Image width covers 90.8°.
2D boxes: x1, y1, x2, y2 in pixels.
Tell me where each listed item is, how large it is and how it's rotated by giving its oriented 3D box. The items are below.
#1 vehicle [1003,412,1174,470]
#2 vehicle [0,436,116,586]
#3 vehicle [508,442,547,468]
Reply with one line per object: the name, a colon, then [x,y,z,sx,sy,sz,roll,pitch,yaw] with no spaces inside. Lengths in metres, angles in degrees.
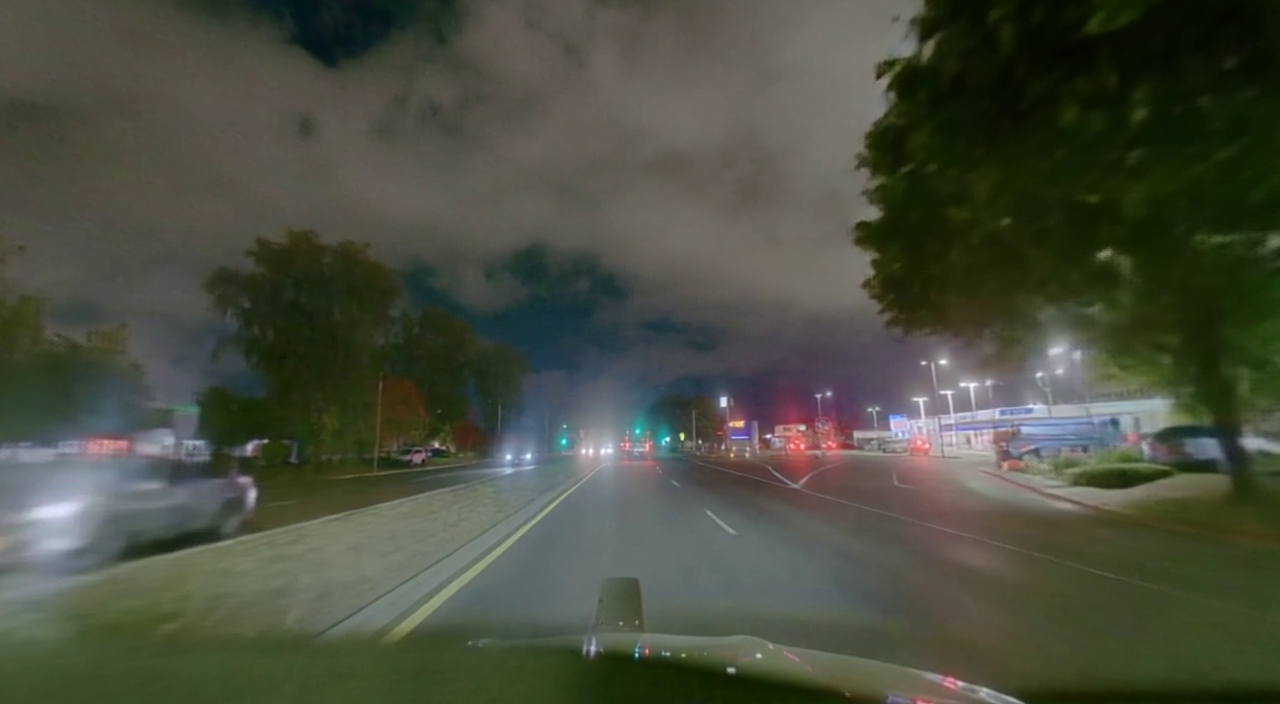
vehicle: [25.805,5.111,36.445,8.606,3.093,2.803,2,-9,-13]
vehicle: [-7.363,1.449,5.377,1.999,1.478,4.441,0,-9,-1]
vehicle: [-7.876,7.253,44.712,2.008,1.701,4.430,0,-9,-1]
